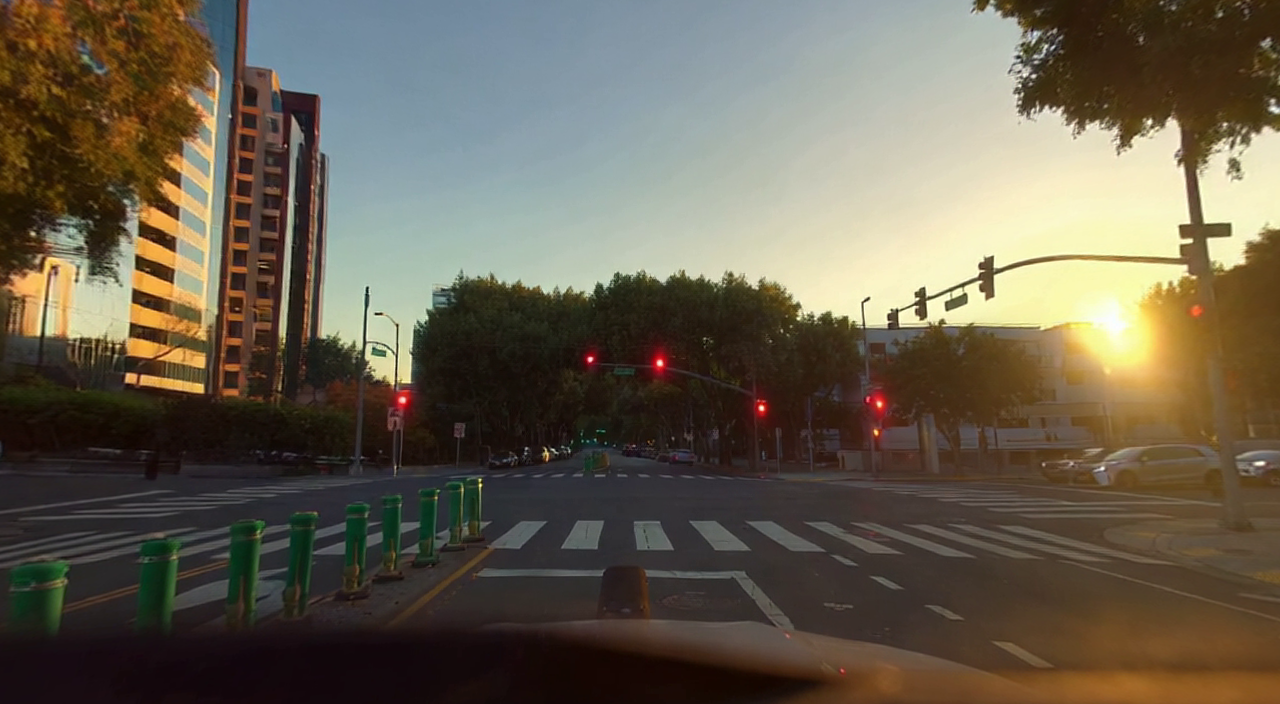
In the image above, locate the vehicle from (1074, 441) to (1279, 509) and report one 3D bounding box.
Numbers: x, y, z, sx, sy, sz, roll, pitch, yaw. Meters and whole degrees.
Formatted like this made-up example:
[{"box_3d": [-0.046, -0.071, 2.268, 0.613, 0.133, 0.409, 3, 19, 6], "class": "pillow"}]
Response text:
[{"box_3d": [12.977, 2.800, 14.563, 4.424, 1.436, 1.804, -1, -9, 5], "class": "vehicle"}]
